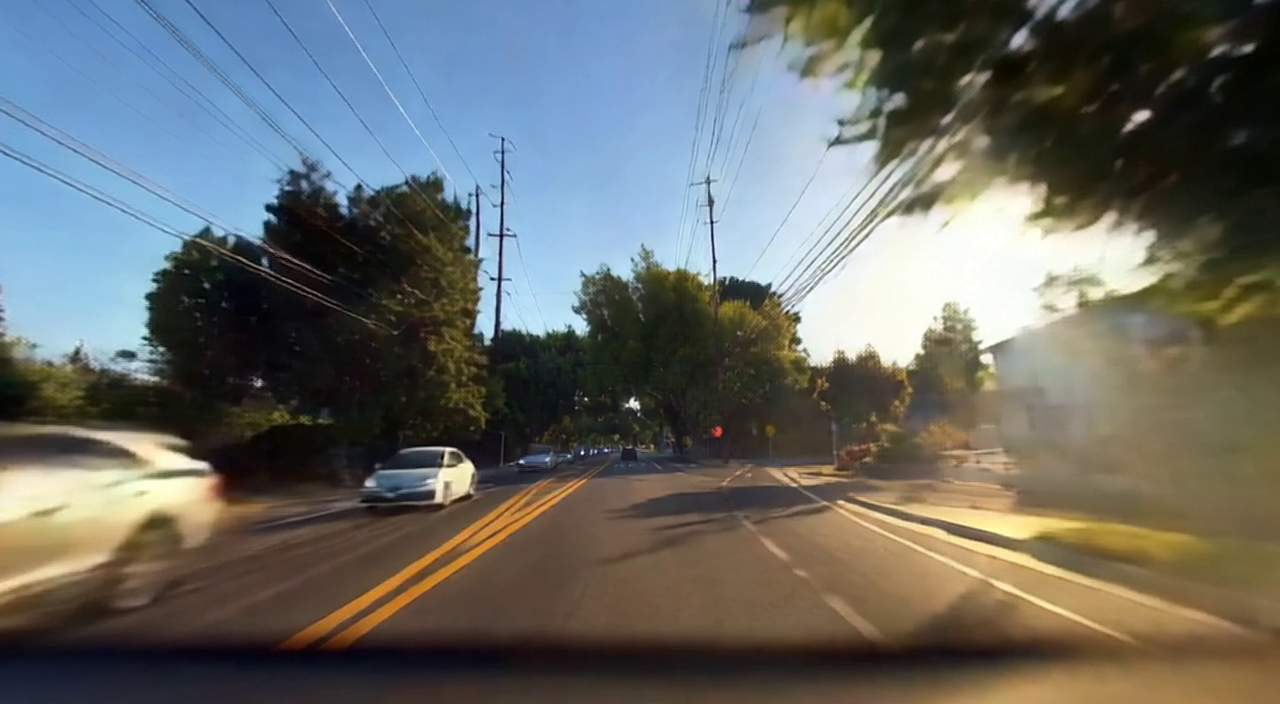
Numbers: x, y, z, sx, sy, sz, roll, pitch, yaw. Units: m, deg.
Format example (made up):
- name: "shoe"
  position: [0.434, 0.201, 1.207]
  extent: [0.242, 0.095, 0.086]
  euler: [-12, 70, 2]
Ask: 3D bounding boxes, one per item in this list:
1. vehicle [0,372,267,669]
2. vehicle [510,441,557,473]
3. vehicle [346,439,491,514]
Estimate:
- name: "vehicle"
  position: [-5.039, 1.121, 4.404]
  extent: [2.228, 1.792, 4.397]
  euler: [0, -9, -1]
- name: "vehicle"
  position: [-5.822, 5.812, 34.963]
  extent: [2.001, 1.616, 4.064]
  euler: [0, -9, -1]
- name: "vehicle"
  position: [-4.988, 2.864, 15.026]
  extent: [1.909, 1.463, 4.569]
  euler: [0, -9, -2]
